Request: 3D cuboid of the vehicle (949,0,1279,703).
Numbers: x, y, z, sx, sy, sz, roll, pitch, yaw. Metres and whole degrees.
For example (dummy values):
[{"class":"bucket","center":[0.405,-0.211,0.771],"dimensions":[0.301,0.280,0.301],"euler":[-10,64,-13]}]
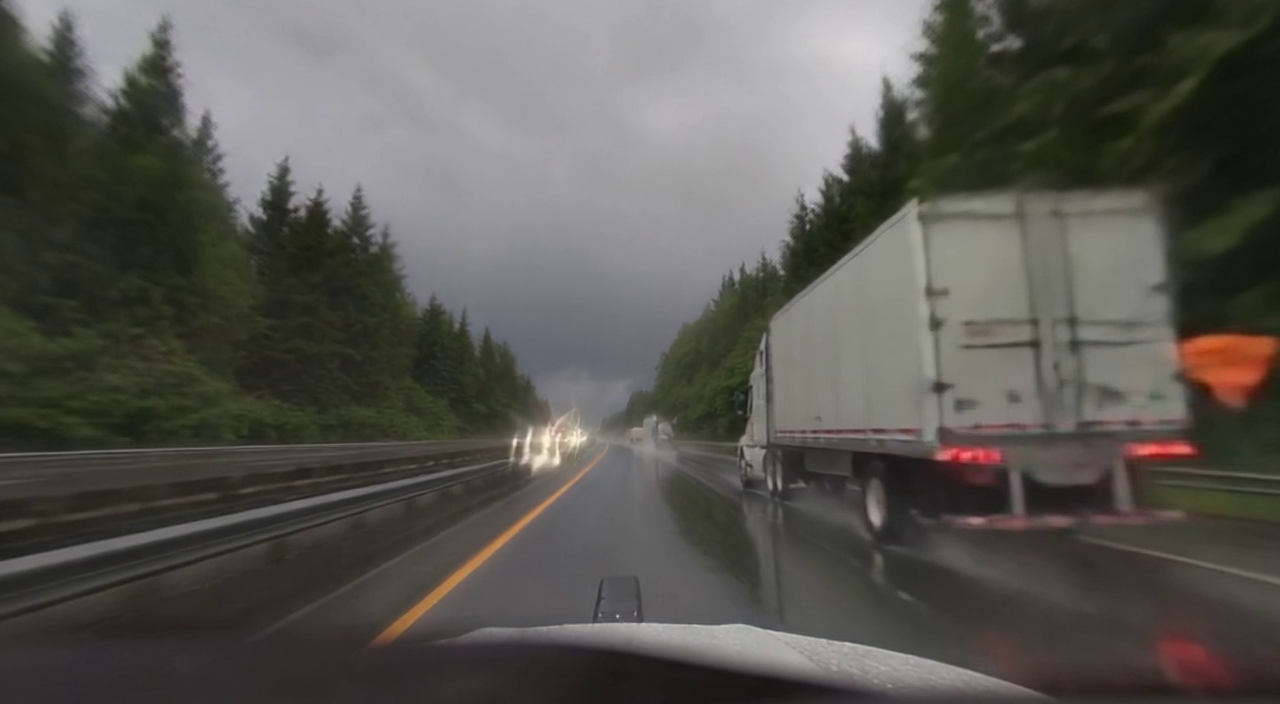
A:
[{"class":"vehicle","center":[4.334,-0.433,1.327],"dimensions":[2.861,3.991,8.583],"euler":[0,-8,-1]}]
